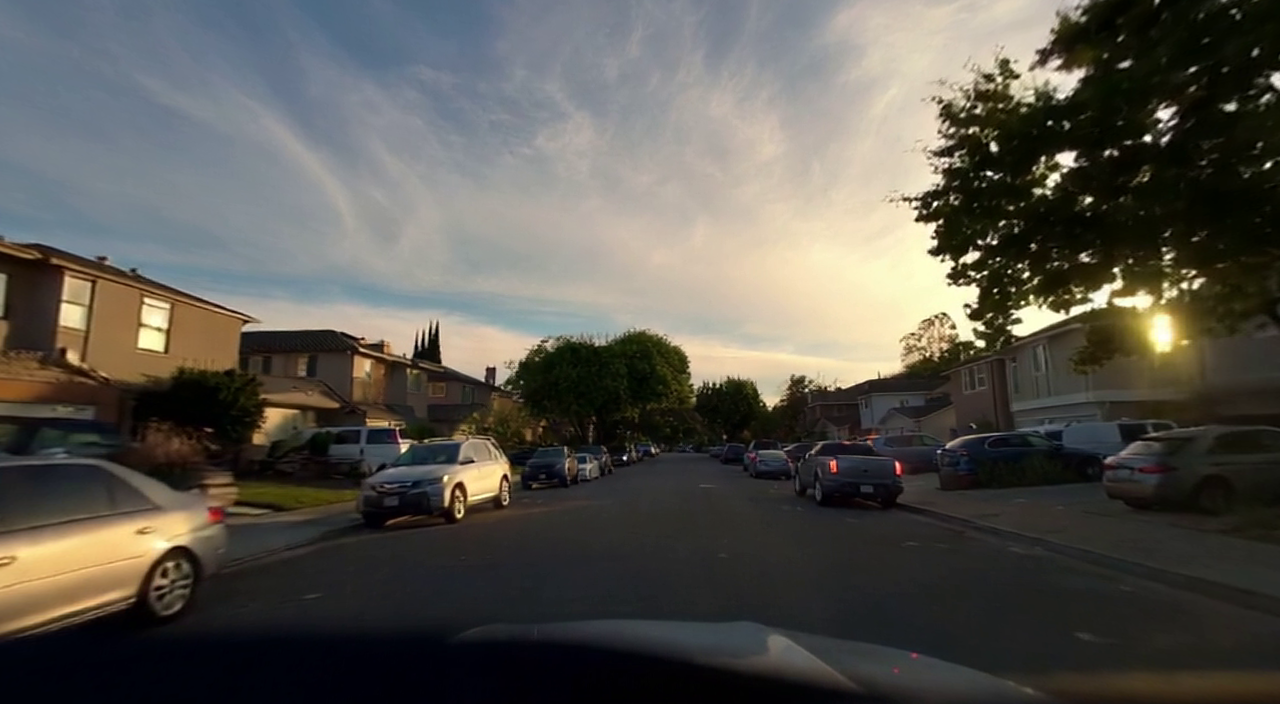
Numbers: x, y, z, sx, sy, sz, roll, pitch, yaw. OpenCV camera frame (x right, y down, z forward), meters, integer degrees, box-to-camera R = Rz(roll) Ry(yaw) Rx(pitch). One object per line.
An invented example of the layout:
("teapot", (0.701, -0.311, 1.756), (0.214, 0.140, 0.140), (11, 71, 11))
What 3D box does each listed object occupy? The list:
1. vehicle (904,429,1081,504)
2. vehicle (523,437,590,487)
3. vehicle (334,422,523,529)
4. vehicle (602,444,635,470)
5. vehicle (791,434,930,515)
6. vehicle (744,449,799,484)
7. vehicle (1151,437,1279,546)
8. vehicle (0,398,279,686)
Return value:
("vehicle", (9.957, 3.347, 18.473), (2.285, 1.833, 4.853), (-1, -10, 0))
("vehicle", (-3.258, 4.500, 25.587), (2.007, 1.861, 4.101), (0, -11, 2))
("vehicle", (-4.418, 2.785, 14.452), (2.319, 1.902, 5.526), (-2, -11, 1))
("vehicle", (-1.574, 7.926, 47.609), (2.035, 1.822, 4.348), (0, -11, 4))
("vehicle", (5.896, 3.345, 17.839), (2.201, 1.896, 5.632), (-1, -9, 4))
("vehicle", (6.449, 5.636, 31.550), (1.850, 1.516, 5.066), (0, -8, 2))
("vehicle", (11.278, 2.095, 9.947), (4.611, 1.510, 1.962), (-1, -8, 4))
("vehicle", (-4.901, 1.245, 4.130), (2.035, 1.719, 4.749), (-3, -10, 4))
